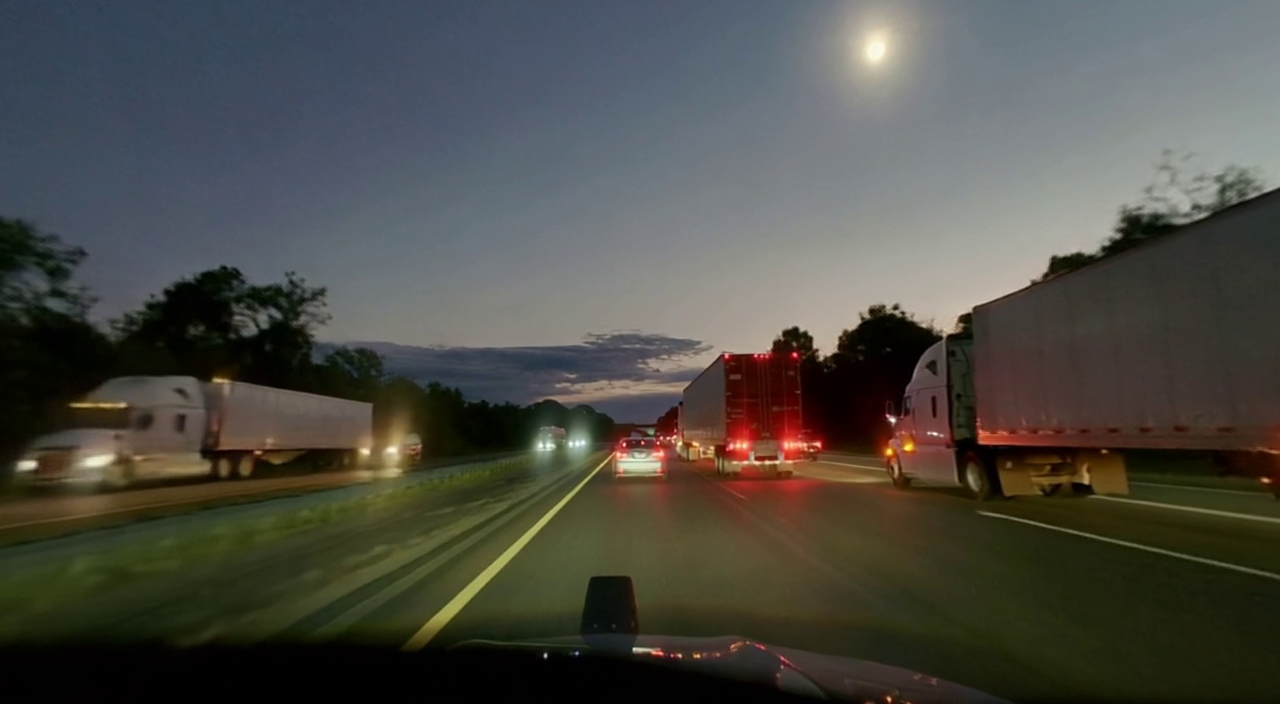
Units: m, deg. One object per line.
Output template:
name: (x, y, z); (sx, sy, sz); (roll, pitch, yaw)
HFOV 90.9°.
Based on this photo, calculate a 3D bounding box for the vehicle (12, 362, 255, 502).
vehicle: (-16.468, 2.696, 21.276); (2.903, 4.010, 6.212); (0, -8, -1)

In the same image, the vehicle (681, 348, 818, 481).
vehicle: (3.825, 2.853, 26.603); (2.888, 4.099, 14.183); (0, -8, -1)

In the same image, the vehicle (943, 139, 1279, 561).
vehicle: (8.156, -0.078, 6.121); (3.110, 4.308, 14.260); (0, -8, -1)

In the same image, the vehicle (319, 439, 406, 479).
vehicle: (-11.797, 4.545, 27.082); (1.940, 1.540, 3.989); (0, -8, 0)

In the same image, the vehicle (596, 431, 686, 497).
vehicle: (-0.029, 2.796, 16.224); (2.038, 1.477, 3.773); (0, -8, -2)
